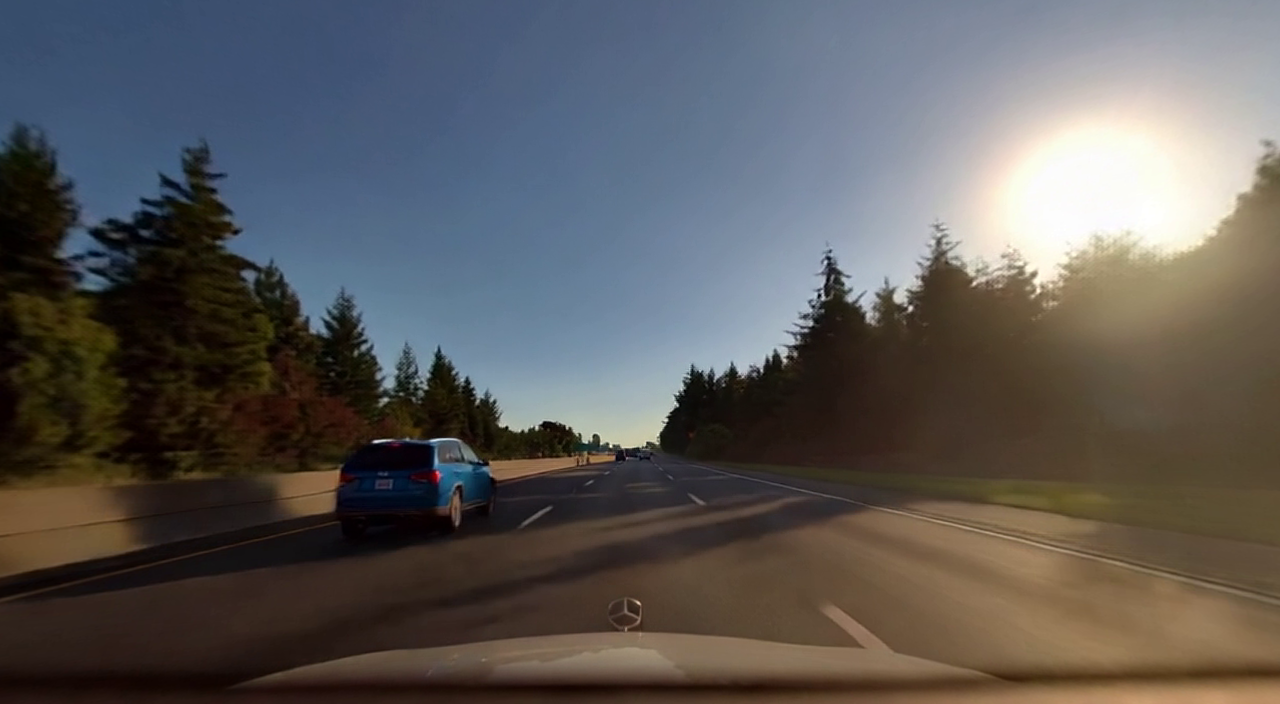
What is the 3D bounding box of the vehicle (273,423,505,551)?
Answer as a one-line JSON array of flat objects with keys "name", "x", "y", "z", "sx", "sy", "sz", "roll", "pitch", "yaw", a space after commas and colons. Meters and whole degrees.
[{"name": "vehicle", "x": -3.953, "y": 2.212, "z": 11.051, "sx": 2.110, "sy": 1.727, "sz": 4.607, "roll": 0, "pitch": -9, "yaw": 1}]
